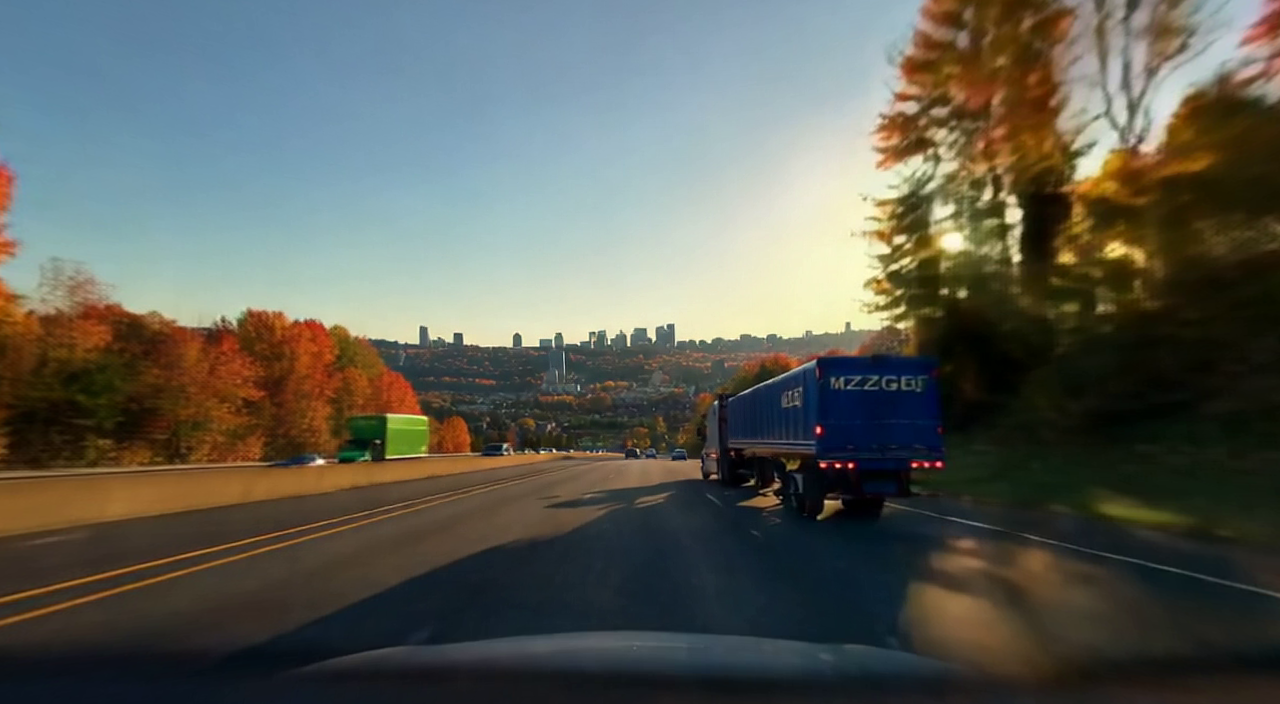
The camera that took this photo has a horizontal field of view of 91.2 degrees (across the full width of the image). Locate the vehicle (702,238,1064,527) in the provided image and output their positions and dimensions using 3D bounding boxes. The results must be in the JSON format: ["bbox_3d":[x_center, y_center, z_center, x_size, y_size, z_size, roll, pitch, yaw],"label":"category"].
[{"bbox_3d":[4.005,1.620,16.717,3.003,3.880,16.814,0,-9,0],"label":"vehicle"}]

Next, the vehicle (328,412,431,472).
[{"bbox_3d":[-19.284,6.857,47.454,2.995,4.004,10.610,0,-9,1],"label":"vehicle"}]
